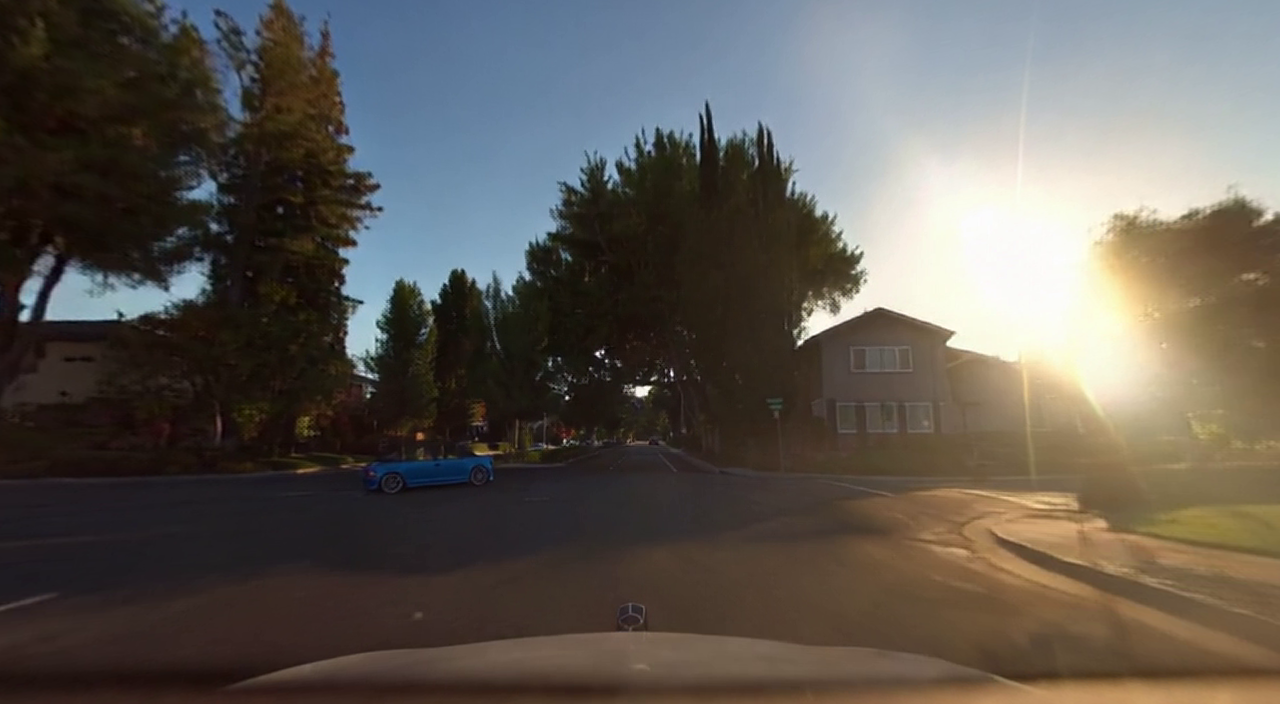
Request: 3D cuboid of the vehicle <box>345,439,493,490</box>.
[{"bbox_3d":[-8.045,4.104,23.428,2.170,1.666,4.788,-6,-10,33],"label":"vehicle"}]
